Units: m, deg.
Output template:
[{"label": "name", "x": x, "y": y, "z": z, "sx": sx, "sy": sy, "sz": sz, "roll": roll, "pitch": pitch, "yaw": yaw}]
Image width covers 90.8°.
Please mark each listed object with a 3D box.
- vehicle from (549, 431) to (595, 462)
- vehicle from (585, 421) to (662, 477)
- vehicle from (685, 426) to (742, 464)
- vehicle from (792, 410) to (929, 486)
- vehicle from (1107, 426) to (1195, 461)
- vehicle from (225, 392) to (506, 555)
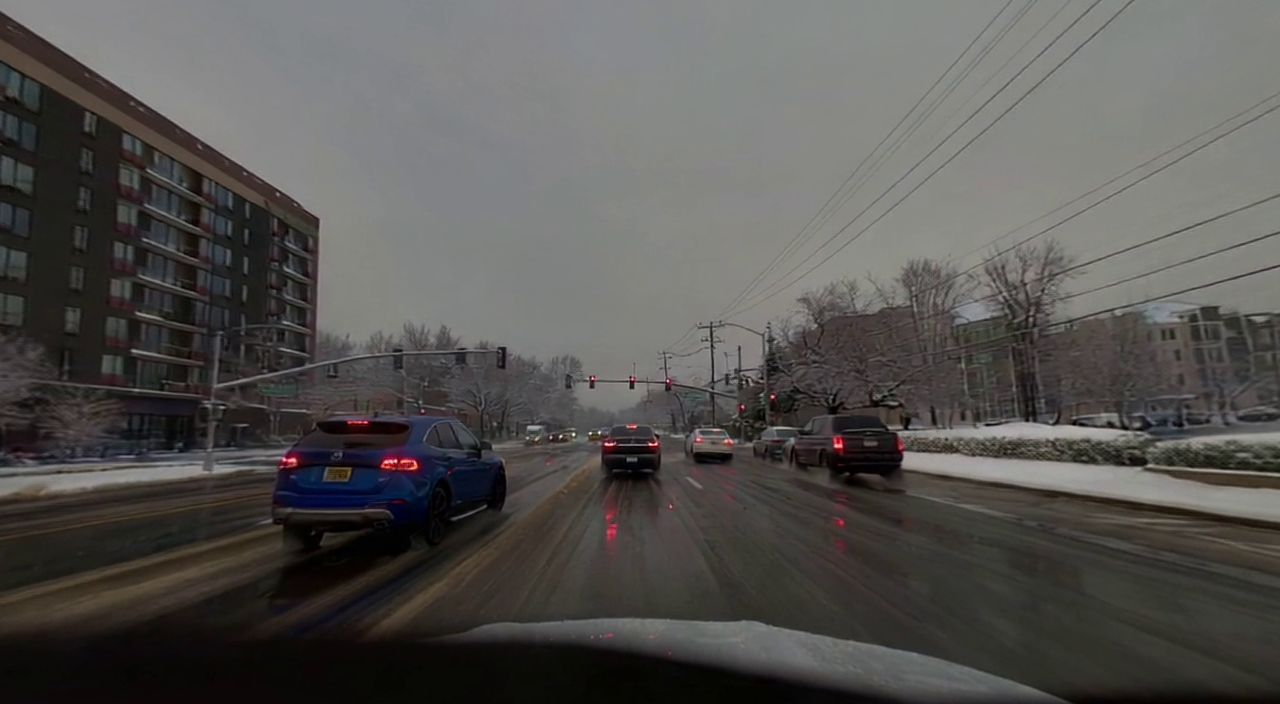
[{"label": "vehicle", "x": -3.457, "y": 4.927, "z": 32.818, "sx": 1.973, "sy": 1.504, "sz": 3.895, "roll": 0, "pitch": -8, "yaw": 0}, {"label": "vehicle", "x": -0.548, "y": 3.262, "z": 21.312, "sx": 2.302, "sy": 1.681, "sz": 4.217, "roll": 0, "pitch": -8, "yaw": -1}, {"label": "vehicle", "x": 3.204, "y": 4.149, "z": 28.195, "sx": 1.975, "sy": 1.598, "sz": 4.025, "roll": 0, "pitch": -8, "yaw": -1}, {"label": "vehicle", "x": 6.418, "y": 2.903, "z": 19.231, "sx": 2.130, "sy": 1.979, "sz": 5.310, "roll": 0, "pitch": -8, "yaw": -1}, {"label": "vehicle", "x": 23.942, "y": 4.324, "z": 29.824, "sx": 2.020, "sy": 1.501, "sz": 4.732, "roll": -4, "pitch": -9, "yaw": 24}, {"label": "vehicle", "x": -3.495, "y": 1.665, "z": 9.237, "sx": 2.136, "sy": 1.779, "sz": 4.417, "roll": 0, "pitch": -8, "yaw": 0}]
